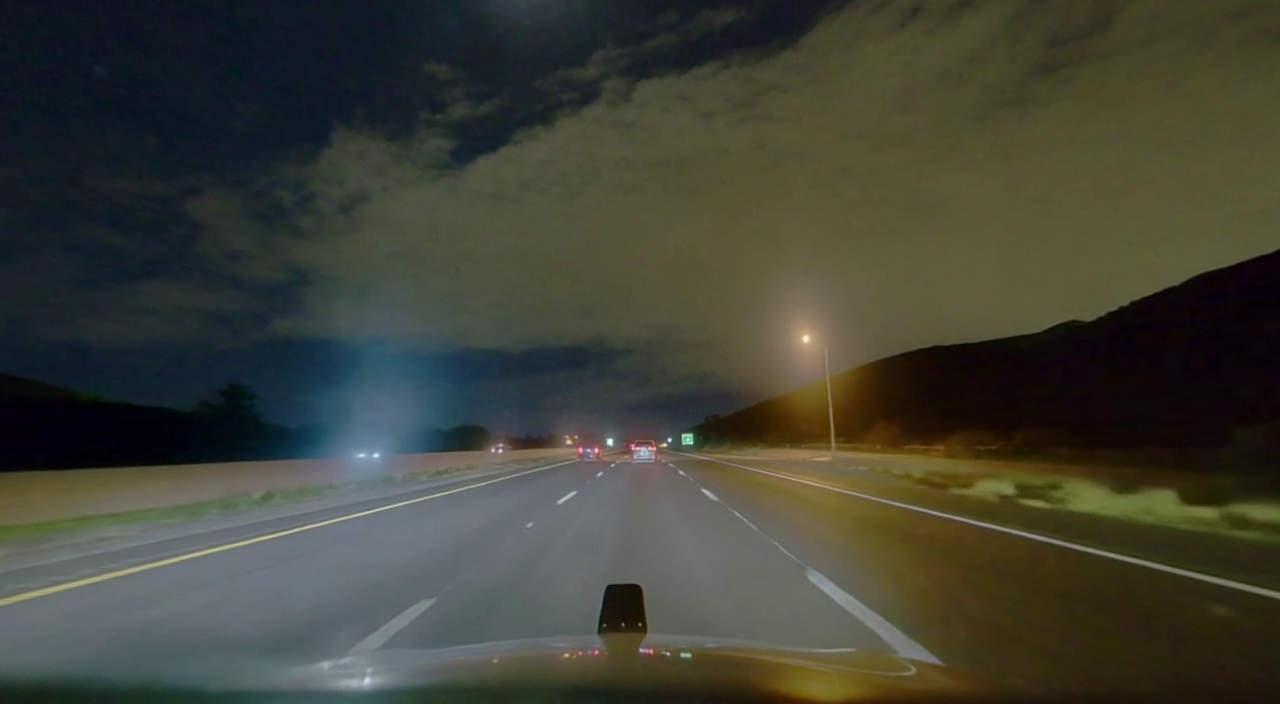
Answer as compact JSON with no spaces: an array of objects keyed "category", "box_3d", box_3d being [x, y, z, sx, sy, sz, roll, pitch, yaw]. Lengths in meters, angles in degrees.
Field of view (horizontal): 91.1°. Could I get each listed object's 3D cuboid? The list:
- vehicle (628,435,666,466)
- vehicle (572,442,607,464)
[{"category":"vehicle","box_3d":[0.415,6.256,40.061,2.272,1.836,4.866,0,-8,0]},{"category":"vehicle","box_3d":[-3.537,7.188,45.015,2.082,1.485,4.237,0,-8,1]}]
